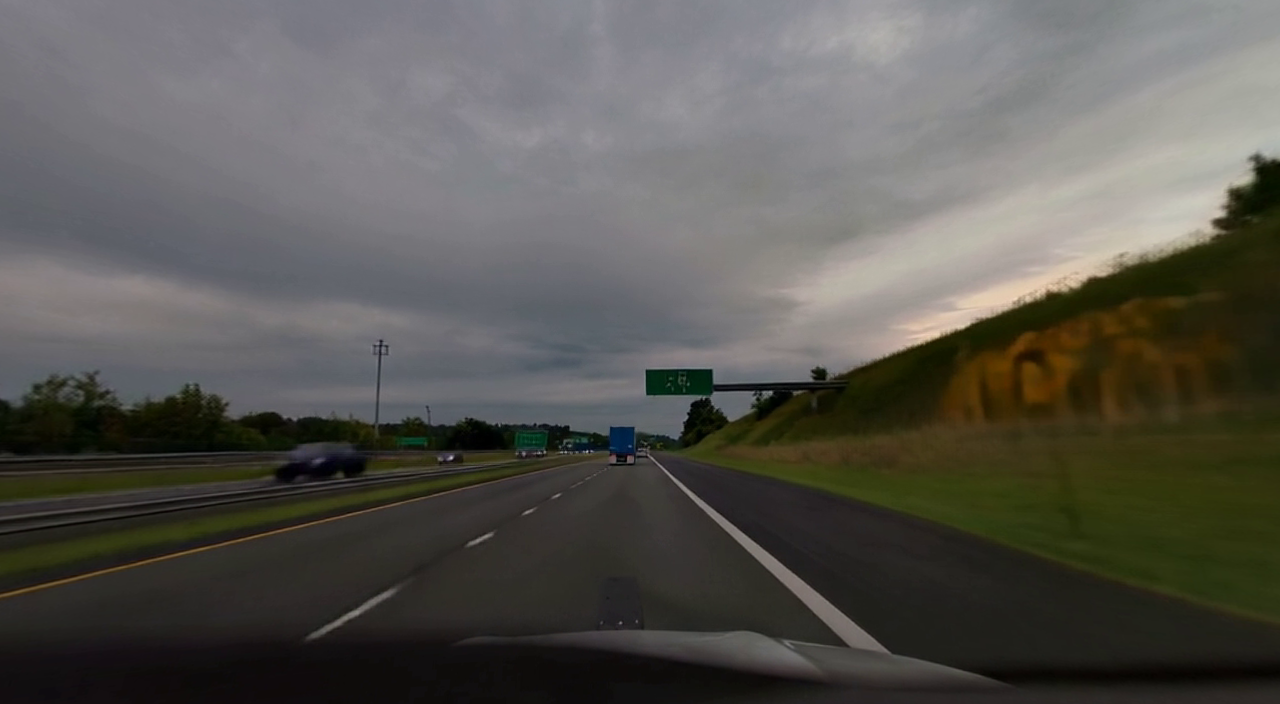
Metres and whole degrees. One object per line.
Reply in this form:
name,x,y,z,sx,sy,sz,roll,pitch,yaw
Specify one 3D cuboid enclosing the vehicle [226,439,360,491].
vehicle,-12.166,3.988,22.581,2.111,1.612,4.711,0,-9,0
